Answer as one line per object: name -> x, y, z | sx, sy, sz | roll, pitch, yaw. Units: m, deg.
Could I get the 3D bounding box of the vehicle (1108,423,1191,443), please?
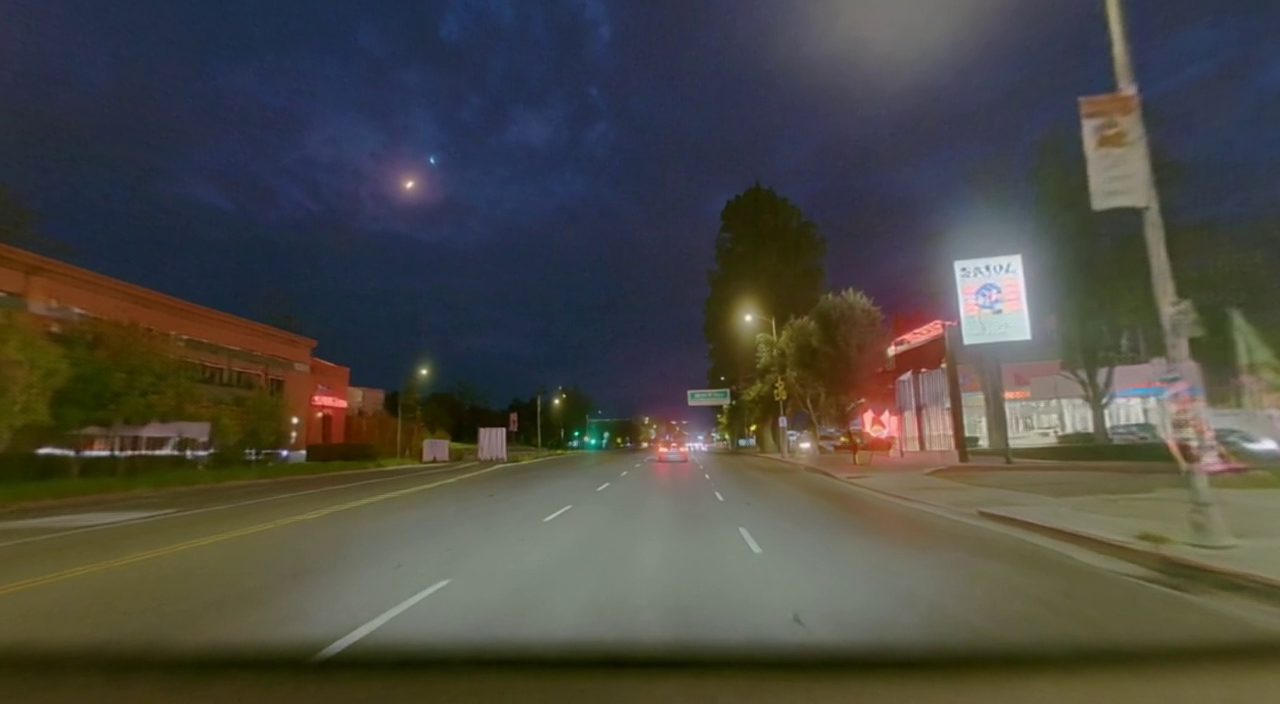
vehicle -> 39.442, 6.321, 48.802 | 4.637, 1.477, 1.823 | -1, -8, 5

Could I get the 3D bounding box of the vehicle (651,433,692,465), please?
vehicle -> 1.962, 5.844, 38.010 | 2.235, 1.719, 4.292 | 1, -8, 5
